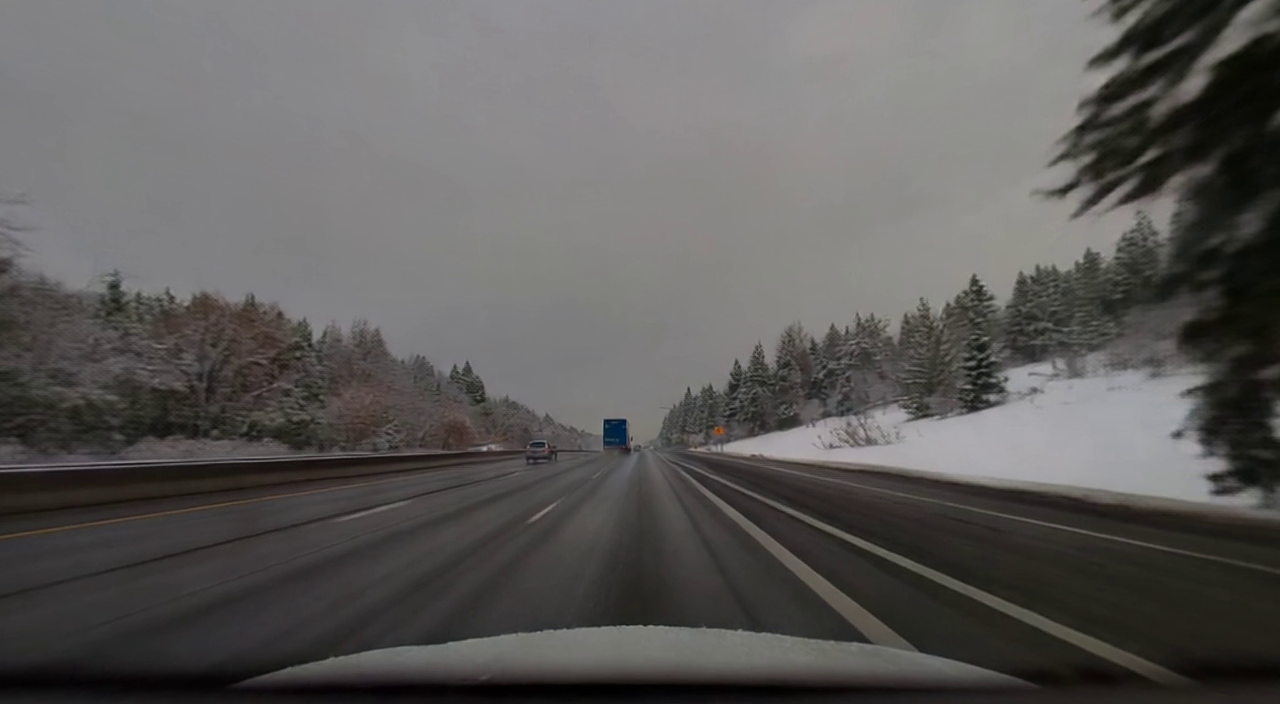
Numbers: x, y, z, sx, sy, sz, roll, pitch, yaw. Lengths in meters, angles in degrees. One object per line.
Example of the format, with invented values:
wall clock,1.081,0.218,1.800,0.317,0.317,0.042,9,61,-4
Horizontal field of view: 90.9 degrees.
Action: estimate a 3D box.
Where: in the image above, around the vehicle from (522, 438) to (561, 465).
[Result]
vehicle,-7.065,7.146,45.586,2.043,1.828,4.436,0,-8,1
